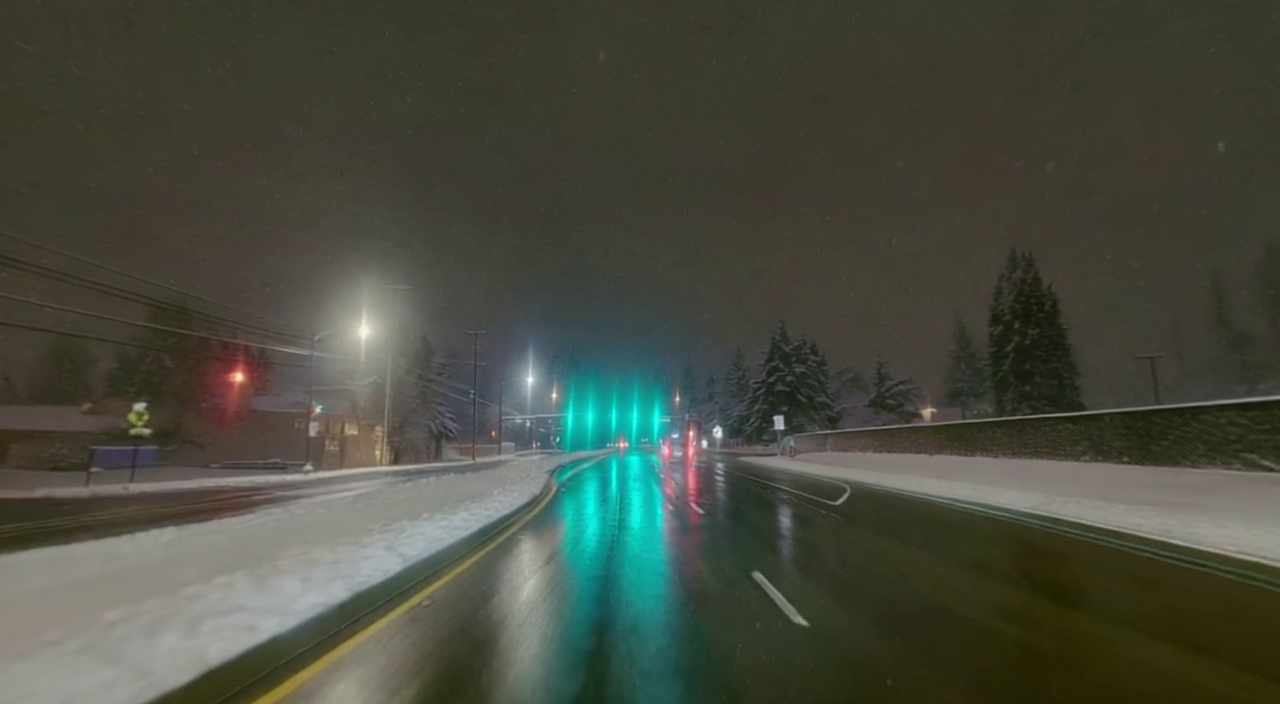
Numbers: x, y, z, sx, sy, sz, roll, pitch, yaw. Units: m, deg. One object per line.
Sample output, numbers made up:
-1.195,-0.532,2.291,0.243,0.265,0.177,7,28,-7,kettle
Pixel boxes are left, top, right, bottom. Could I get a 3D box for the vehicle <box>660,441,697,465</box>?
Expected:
2.472,6.583,41.197,2.105,1.490,4.008,0,-8,-1,vehicle
